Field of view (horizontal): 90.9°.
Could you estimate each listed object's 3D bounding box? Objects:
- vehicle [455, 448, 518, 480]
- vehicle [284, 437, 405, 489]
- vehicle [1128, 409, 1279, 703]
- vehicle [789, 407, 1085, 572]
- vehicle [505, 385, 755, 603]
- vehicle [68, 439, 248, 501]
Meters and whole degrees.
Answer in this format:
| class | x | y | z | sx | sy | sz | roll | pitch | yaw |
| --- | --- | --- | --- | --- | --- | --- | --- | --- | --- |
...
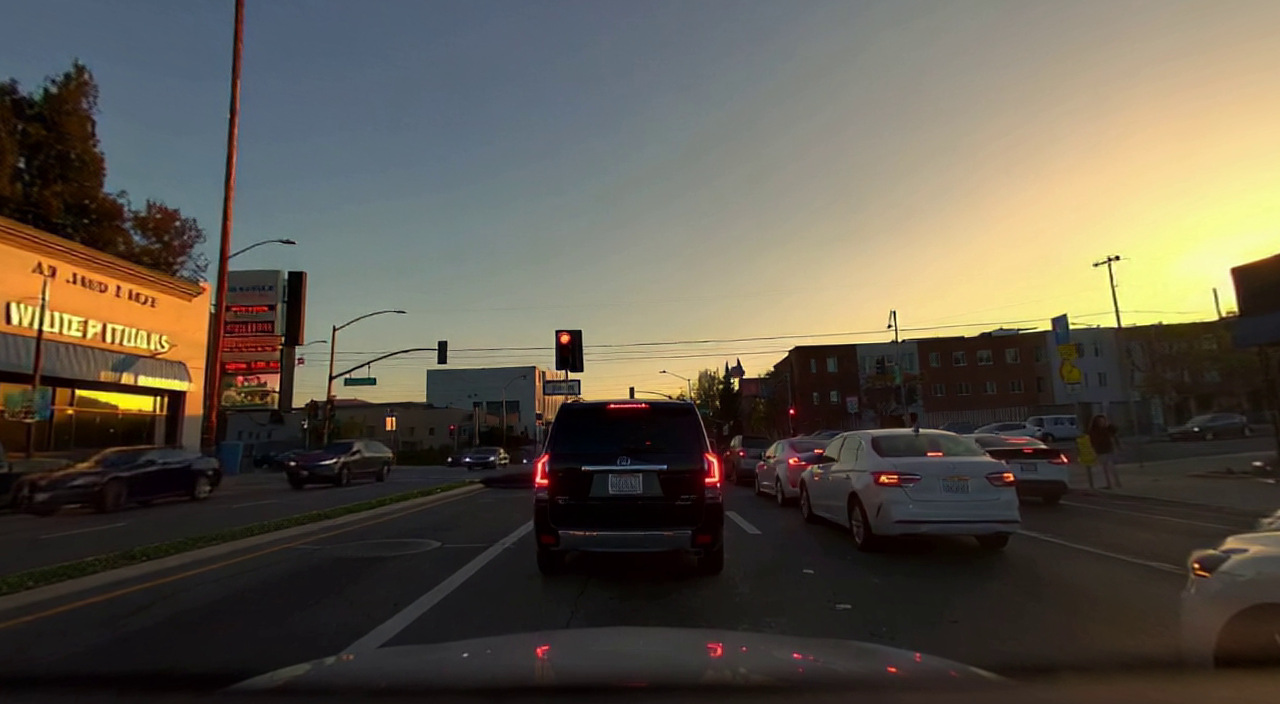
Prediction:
| class | x | y | z | sx | sy | sz | roll | pitch | yaw |
| --- | --- | --- | --- | --- | --- | --- | --- | --- | --- |
| vehicle | -7.762 | 5.685 | 32.343 | 1.930 | 1.484 | 4.252 | -1 | -8 | 3 |
| vehicle | -11.696 | 4.406 | 25.503 | 2.224 | 1.840 | 5.290 | 0 | -8 | 2 |
| vehicle | 3.368 | 0.730 | 0.811 | 1.884 | 1.484 | 4.609 | 0 | -8 | 2 |
| vehicle | 3.624 | 1.757 | 8.821 | 2.036 | 1.719 | 4.318 | 0 | -8 | 0 |
| vehicle | -0.003 | 1.537 | 7.678 | 2.154 | 1.861 | 4.280 | 0 | -8 | 2 |
| vehicle | -15.100 | 3.675 | 20.201 | 2.102 | 1.737 | 4.570 | 0 | -8 | 1 |
